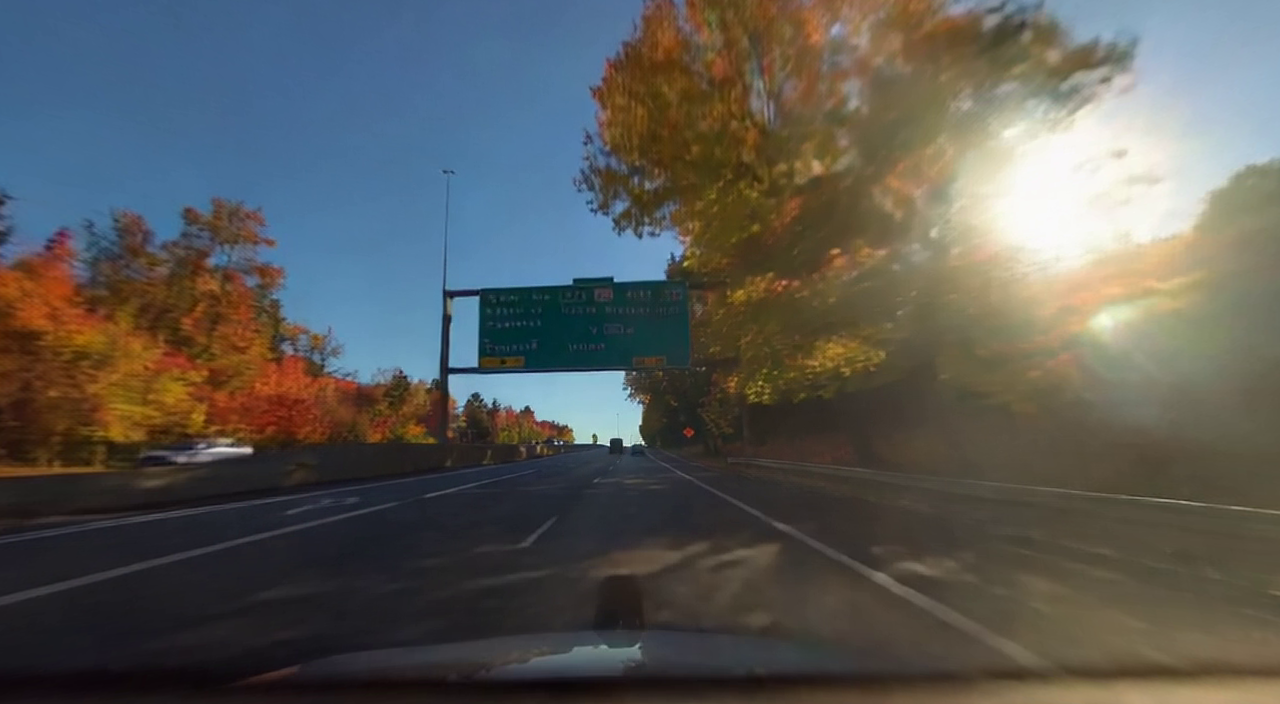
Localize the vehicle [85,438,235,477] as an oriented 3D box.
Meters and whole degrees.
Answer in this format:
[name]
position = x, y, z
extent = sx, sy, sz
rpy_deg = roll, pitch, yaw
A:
[vehicle]
position = -23.420, 5.195, 31.130
extent = 1.968, 1.688, 6.964
rpy_deg = 0, -9, 0
